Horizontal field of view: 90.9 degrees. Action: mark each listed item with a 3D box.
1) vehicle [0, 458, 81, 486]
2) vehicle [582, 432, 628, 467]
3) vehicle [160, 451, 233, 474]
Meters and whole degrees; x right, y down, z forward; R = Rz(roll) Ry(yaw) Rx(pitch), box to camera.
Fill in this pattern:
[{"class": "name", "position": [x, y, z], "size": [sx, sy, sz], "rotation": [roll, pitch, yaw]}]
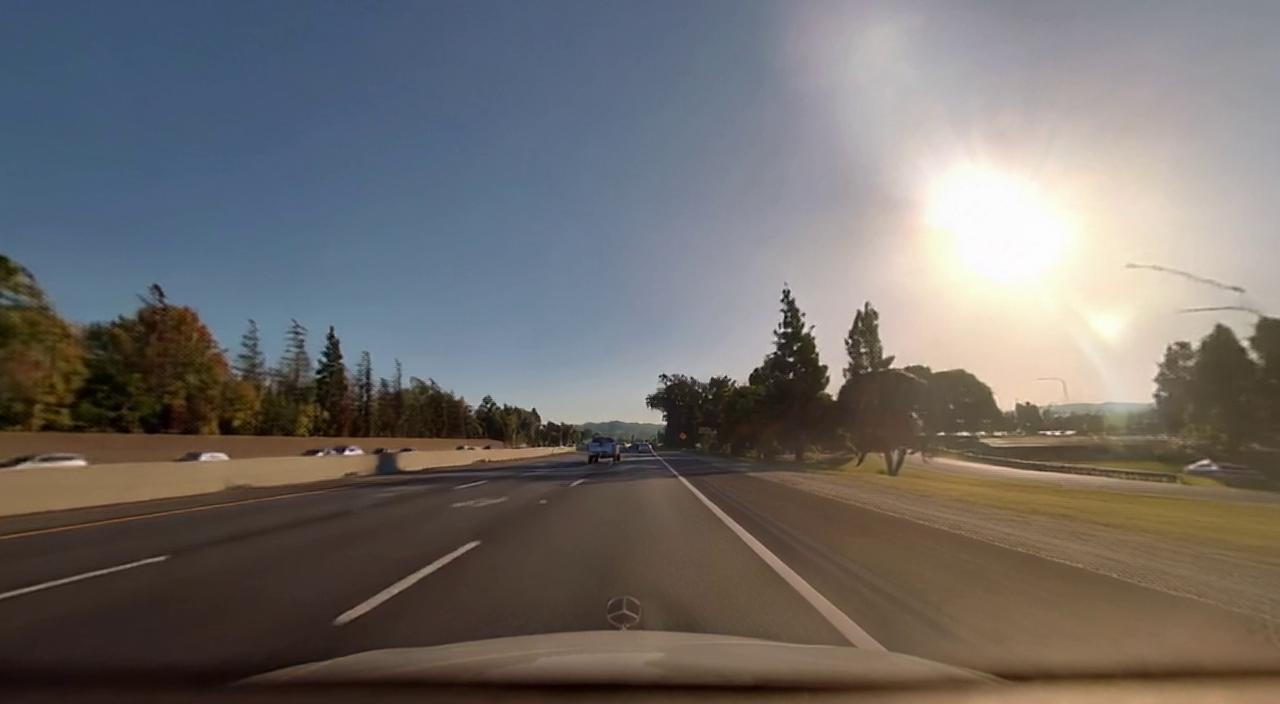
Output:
[{"class": "vehicle", "position": [-36.842, 7.216, 38.049], "size": [1.870, 1.489, 4.644], "rotation": [0, -8, 1]}, {"class": "vehicle", "position": [-2.256, 6.584, 42.836], "size": [2.604, 2.170, 6.271], "rotation": [-1, -8, 2]}, {"class": "vehicle", "position": [-32.648, 8.123, 46.529], "size": [1.944, 1.542, 4.649], "rotation": [0, -8, 1]}]
